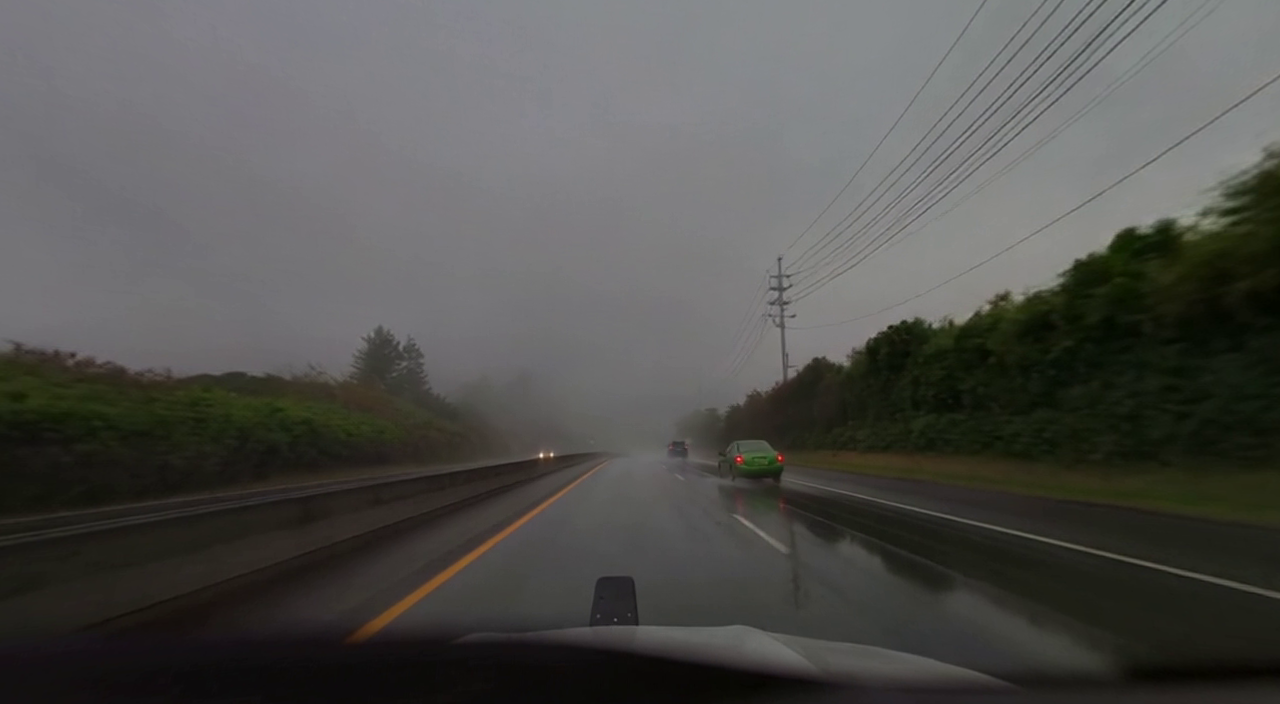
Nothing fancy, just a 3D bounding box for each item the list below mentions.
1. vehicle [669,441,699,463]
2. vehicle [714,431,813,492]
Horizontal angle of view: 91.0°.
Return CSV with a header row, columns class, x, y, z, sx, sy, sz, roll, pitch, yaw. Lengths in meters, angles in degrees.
class,x,y,z,sx,sy,sz,roll,pitch,yaw
vehicle,3.174,7.294,46.183,1.868,1.507,3.833,0,-8,-1
vehicle,3.533,3.229,18.949,1.977,1.581,4.428,0,-8,-1
